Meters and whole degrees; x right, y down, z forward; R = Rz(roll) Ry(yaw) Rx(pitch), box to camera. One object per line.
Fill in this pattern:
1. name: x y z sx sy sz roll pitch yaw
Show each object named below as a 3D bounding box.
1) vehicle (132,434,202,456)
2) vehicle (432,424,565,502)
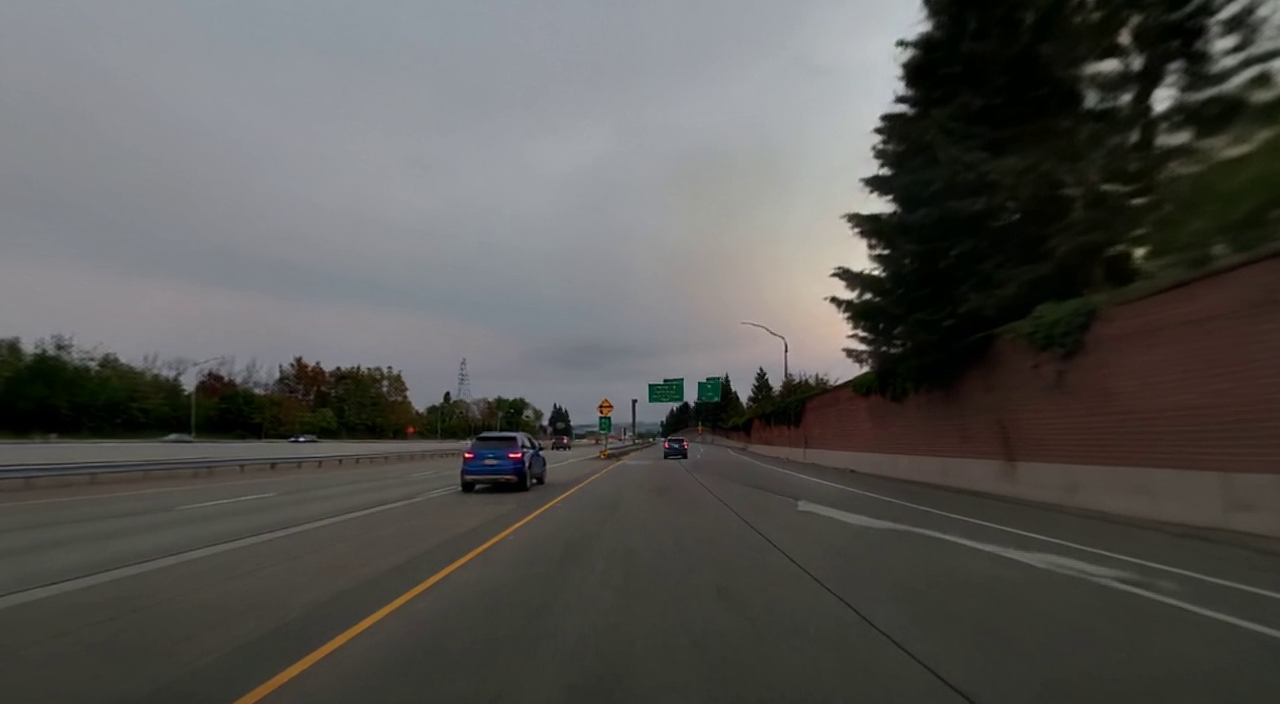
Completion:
1. vehicle: -35.997 7.118 48.064 1.806 1.532 4.195 2 -9 4
2. vehicle: -3.400 2.794 16.257 2.151 1.707 4.759 0 -9 2
